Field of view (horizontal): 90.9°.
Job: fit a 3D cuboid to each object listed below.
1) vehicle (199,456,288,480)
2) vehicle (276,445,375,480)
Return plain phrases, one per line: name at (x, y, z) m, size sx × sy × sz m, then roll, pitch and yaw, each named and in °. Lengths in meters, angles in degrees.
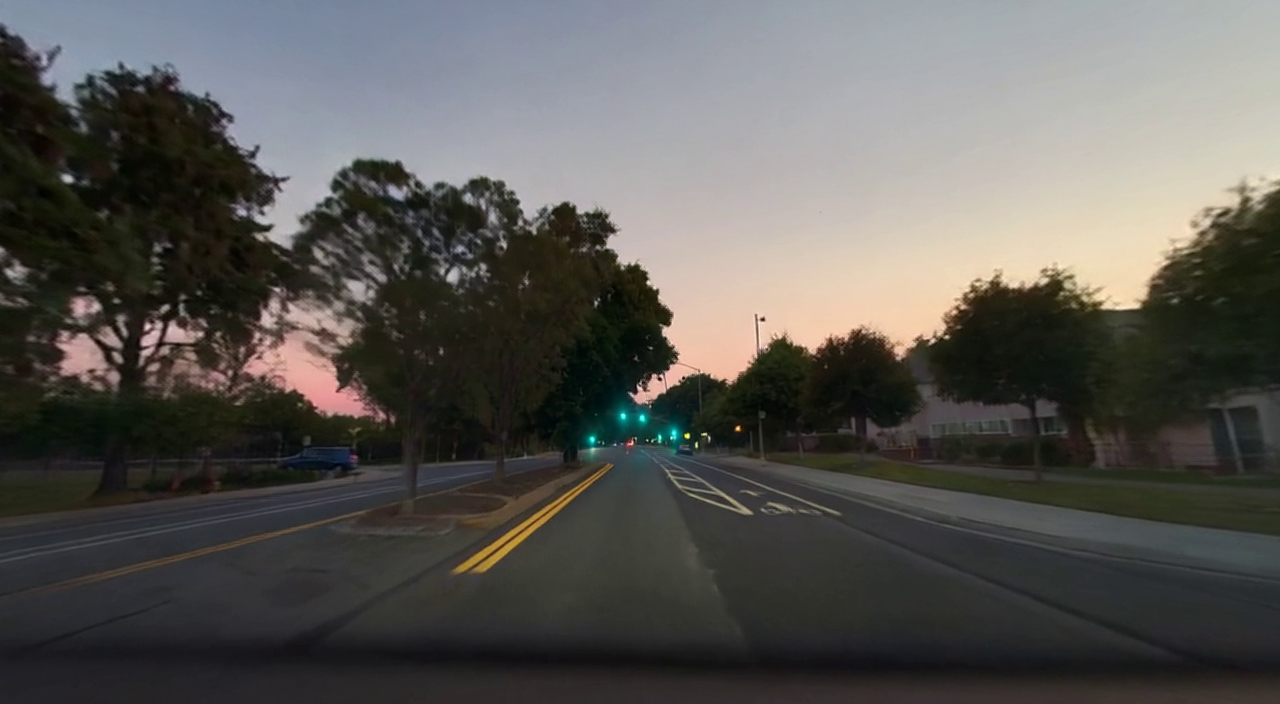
vehicle at (-27.732, 8.111, 44.207) m, size 4.696 × 1.518 × 2.224 m, roll 0°, pitch -8°, yaw -2°
vehicle at (-21.892, 7.685, 44.030) m, size 5.841 × 1.902 × 2.244 m, roll -5°, pitch -8°, yaw 4°
